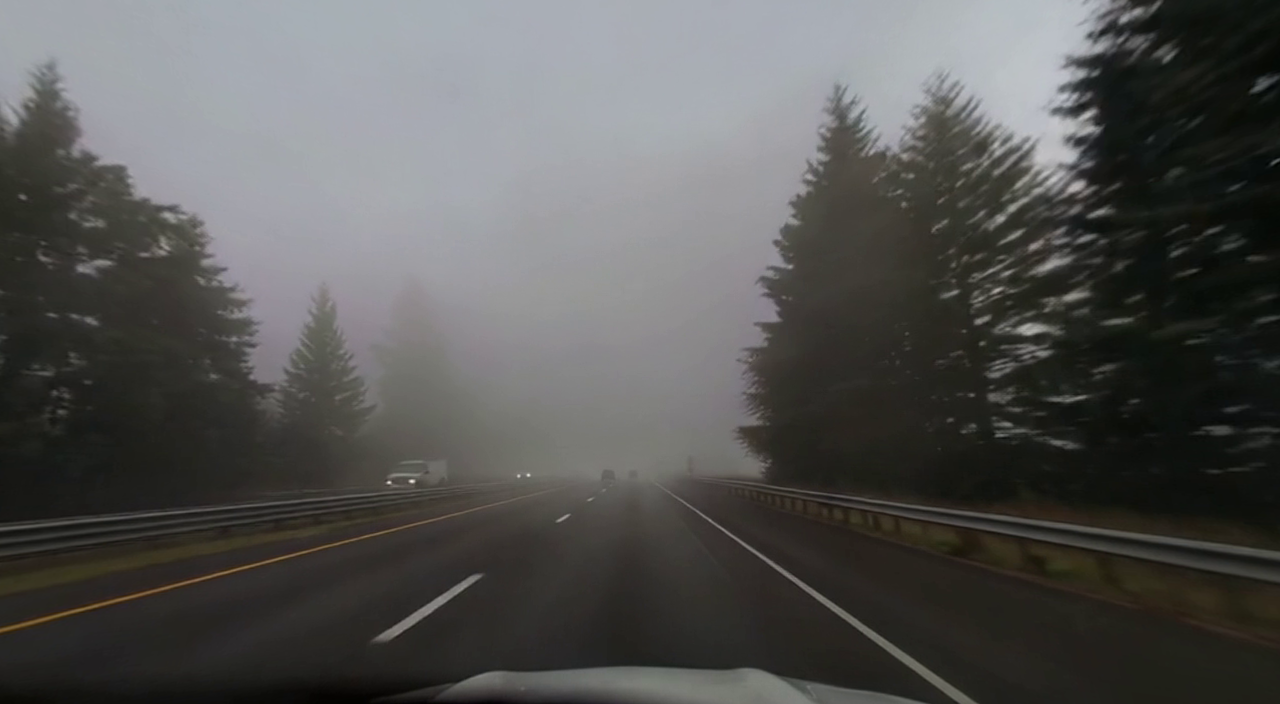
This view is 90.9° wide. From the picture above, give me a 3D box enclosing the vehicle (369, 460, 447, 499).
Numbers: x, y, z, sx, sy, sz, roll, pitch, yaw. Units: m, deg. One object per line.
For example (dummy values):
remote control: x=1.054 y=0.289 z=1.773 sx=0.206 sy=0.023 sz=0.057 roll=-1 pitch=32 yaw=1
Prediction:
vehicle: x=-13.387 y=7.401 z=36.821 sx=2.348 sy=2.065 sz=5.795 roll=1 pitch=-11 yaw=0
